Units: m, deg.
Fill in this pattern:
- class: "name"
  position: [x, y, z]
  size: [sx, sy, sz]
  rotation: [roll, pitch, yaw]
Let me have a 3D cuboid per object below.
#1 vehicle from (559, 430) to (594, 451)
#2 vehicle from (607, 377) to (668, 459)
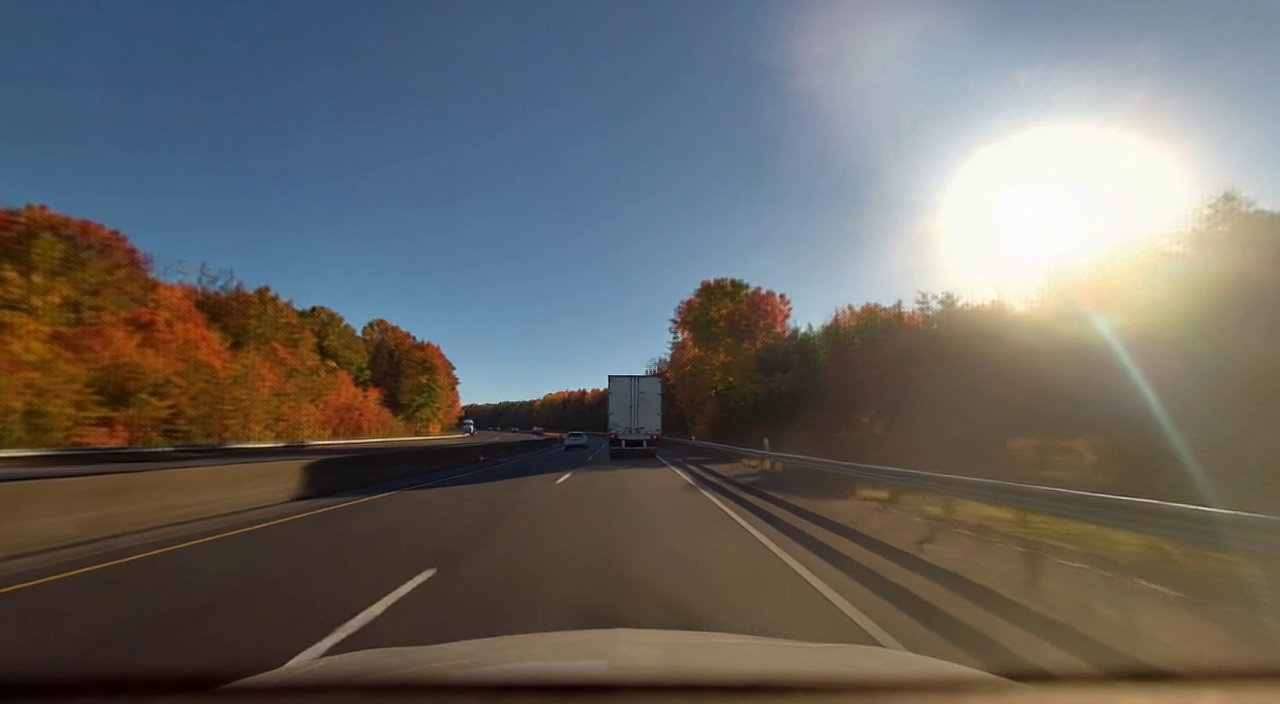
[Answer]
- class: "vehicle"
  position: [-4.802, 6.785, 48.173]
  size: [2.217, 1.495, 4.245]
  rotation: [0, -8, 0]
- class: "vehicle"
  position: [-0.294, 4.020, 36.777]
  size: [3.013, 4.016, 11.496]
  rotation: [0, -8, -2]
